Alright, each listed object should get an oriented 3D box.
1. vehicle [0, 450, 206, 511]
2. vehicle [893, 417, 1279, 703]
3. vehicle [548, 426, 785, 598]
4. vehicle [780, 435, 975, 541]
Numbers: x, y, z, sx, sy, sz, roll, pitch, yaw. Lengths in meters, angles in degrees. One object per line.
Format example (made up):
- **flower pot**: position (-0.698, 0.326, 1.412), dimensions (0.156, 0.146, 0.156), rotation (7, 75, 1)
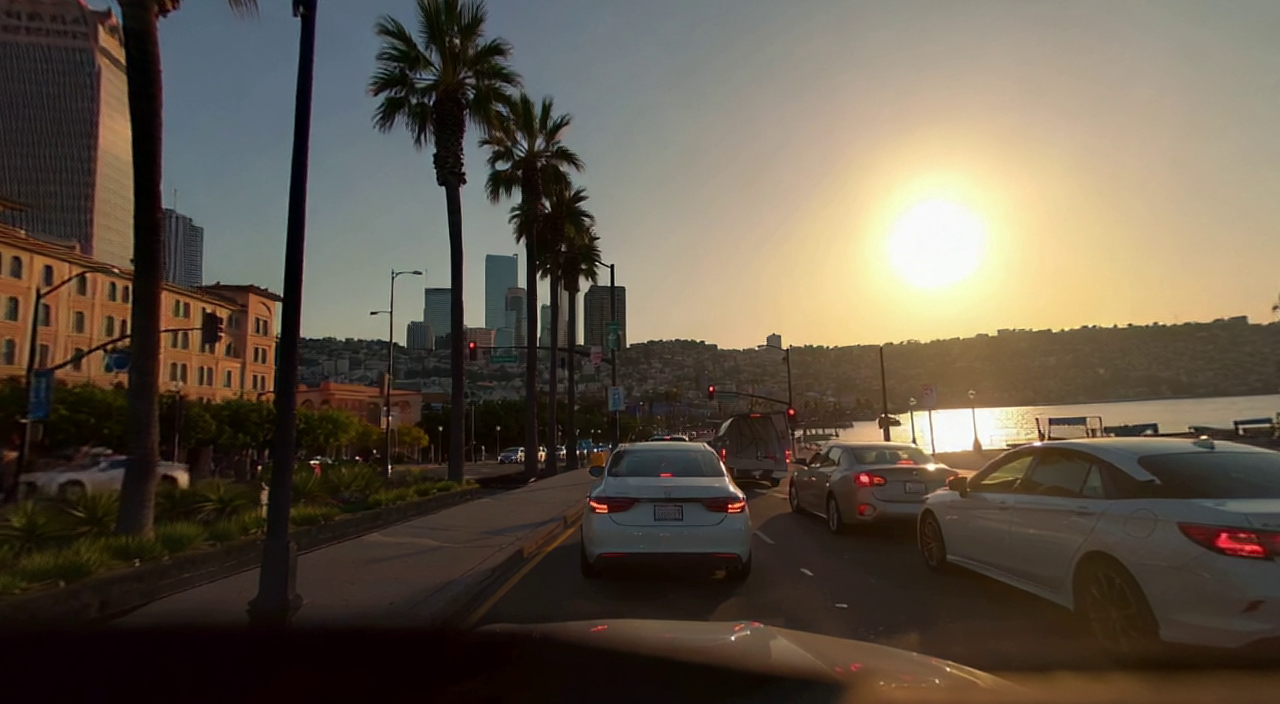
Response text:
- **vehicle**: position (-16.129, 3.803, 19.289), dimensions (2.022, 1.604, 4.495), rotation (-2, -9, 11)
- **vehicle**: position (3.912, 1.364, 5.094), dimensions (1.913, 1.469, 4.425), rotation (0, -9, 0)
- **vehicle**: position (0.261, 1.706, 7.510), dimensions (2.093, 1.503, 3.681), rotation (0, -9, 1)
- **vehicle**: position (3.893, 2.290, 11.315), dimensions (1.920, 1.490, 4.417), rotation (-1, -9, 2)
